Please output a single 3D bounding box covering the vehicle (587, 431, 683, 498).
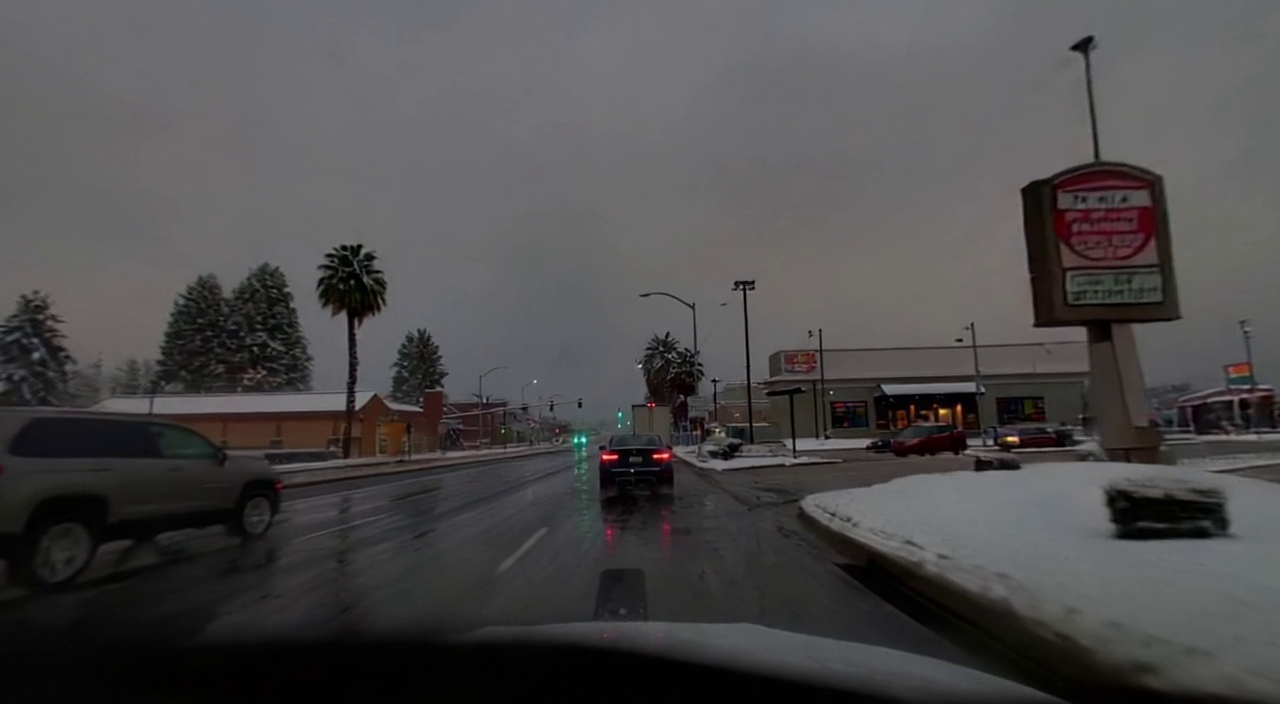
[{"bbox_3d":[-0.067,2.864,16.384,2.145,1.483,4.453,0,-9,1],"label":"vehicle"}]

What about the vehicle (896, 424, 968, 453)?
[{"bbox_3d":[17.332,5.206,37.498,2.009,1.630,4.436,0,-9,-2],"label":"vehicle"}]

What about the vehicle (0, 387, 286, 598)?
[{"bbox_3d":[-6.208,1.401,6.816,2.057,1.705,4.394,0,-9,1],"label":"vehicle"}]

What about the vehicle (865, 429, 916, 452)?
[{"bbox_3d":[17.195,6.145,43.332,1.902,1.502,4.395,0,-9,4],"label":"vehicle"}]
